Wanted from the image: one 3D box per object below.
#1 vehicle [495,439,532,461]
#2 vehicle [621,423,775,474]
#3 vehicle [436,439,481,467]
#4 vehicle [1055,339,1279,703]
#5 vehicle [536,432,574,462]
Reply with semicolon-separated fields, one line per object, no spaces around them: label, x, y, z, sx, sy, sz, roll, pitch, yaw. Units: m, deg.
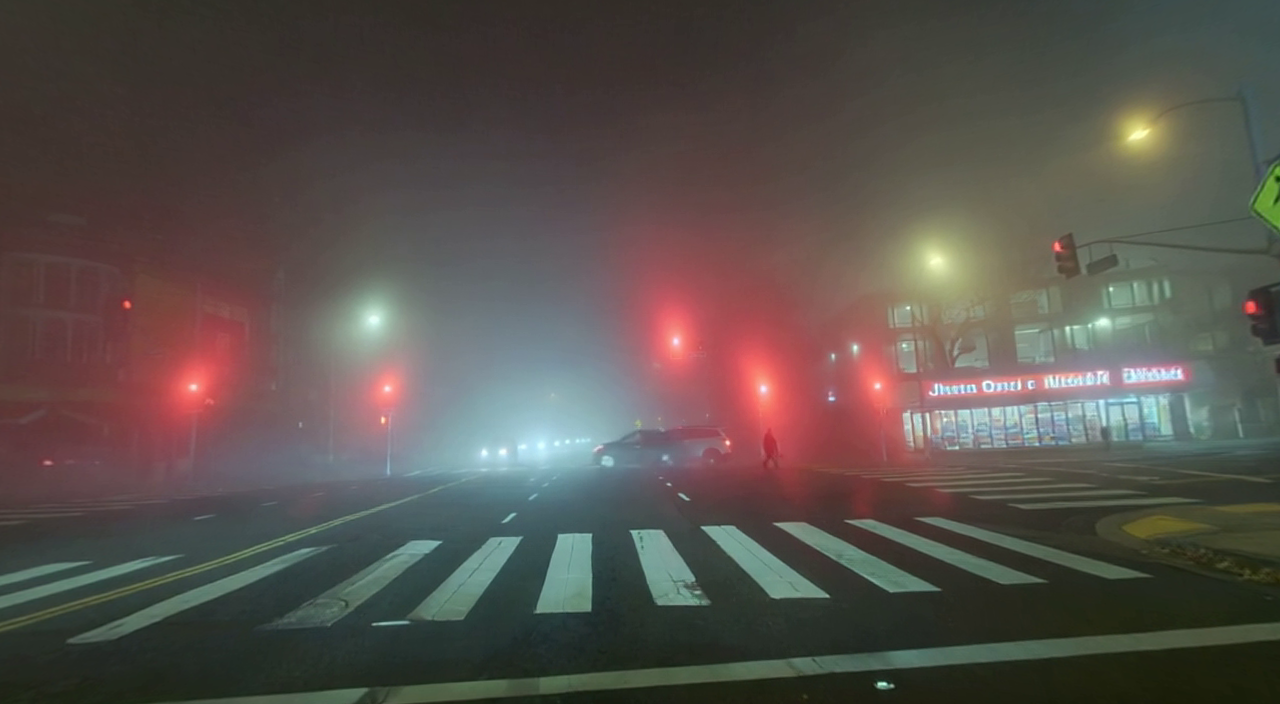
vehicle;-8.626;6.699;43.431;1.906;1.402;4.904;0;-8;-5
vehicle;1.804;3.104;20.397;4.612;1.521;1.811;1;-9;-10
vehicle;-10.899;6.092;38.207;1.885;1.545;4.124;1;-8;-6
vehicle;3.015;0.615;0.873;1.866;1.654;4.354;0;-8;0
vehicle;-5.150;5.805;38.686;1.976;1.683;4.117;0;-8;-3
